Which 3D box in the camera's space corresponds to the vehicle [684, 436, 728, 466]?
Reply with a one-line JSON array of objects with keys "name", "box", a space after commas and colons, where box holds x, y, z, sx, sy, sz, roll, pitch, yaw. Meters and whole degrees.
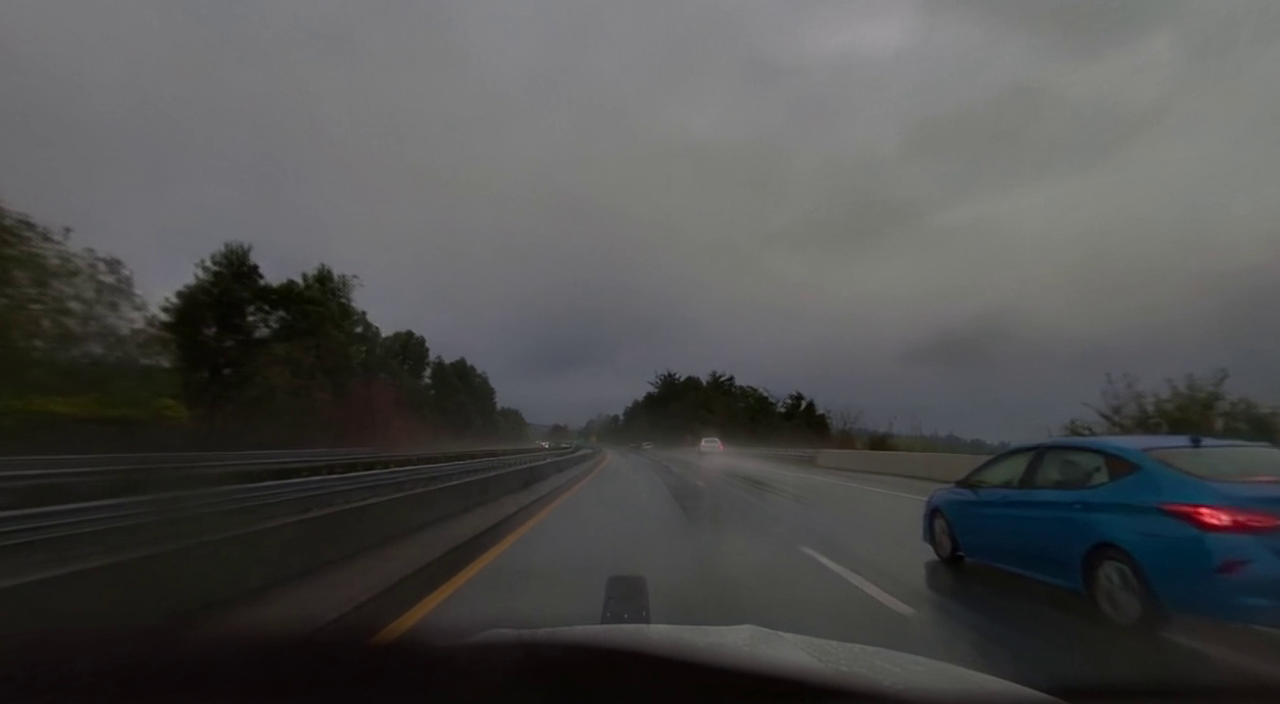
[{"name": "vehicle", "box": [3.603, 5.452, 34.867, 1.945, 1.538, 3.729, 0, -8, -1]}]

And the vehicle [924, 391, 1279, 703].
[{"name": "vehicle", "box": [4.113, 1.189, 4.621, 2.072, 1.528, 4.176, 0, -8, 0]}]
